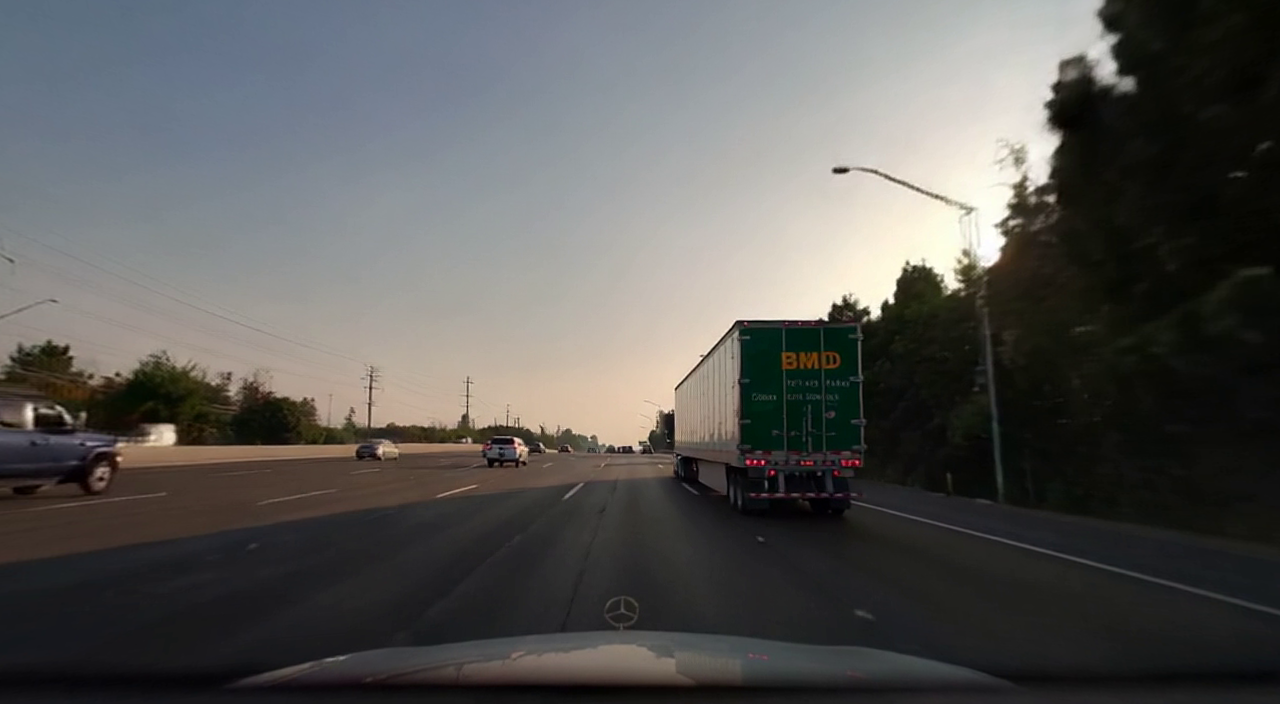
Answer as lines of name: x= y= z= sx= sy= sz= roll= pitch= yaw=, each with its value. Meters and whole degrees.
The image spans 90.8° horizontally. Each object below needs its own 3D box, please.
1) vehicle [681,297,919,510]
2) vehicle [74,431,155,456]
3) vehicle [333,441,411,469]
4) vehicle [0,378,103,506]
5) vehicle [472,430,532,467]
vehicle: x=3.418 y=2.005 z=19.226 sx=2.891 sy=3.944 sz=15.051 roll=0 pitch=-8 yaw=-2
vehicle: x=-34.471 y=6.031 z=41.579 sx=1.781 sy=1.492 sz=4.110 roll=0 pitch=-8 yaw=0
vehicle: x=-14.097 y=5.431 z=33.565 sx=2.067 sy=1.398 sz=4.863 roll=0 pitch=-8 yaw=0
vehicle: x=-14.095 y=1.696 z=11.906 sx=2.307 sy=2.571 sz=6.260 roll=0 pitch=-8 yaw=0
vehicle: x=-7.474 y=5.305 z=34.778 sx=2.100 sy=1.905 sz=5.119 roll=0 pitch=-8 yaw=0
